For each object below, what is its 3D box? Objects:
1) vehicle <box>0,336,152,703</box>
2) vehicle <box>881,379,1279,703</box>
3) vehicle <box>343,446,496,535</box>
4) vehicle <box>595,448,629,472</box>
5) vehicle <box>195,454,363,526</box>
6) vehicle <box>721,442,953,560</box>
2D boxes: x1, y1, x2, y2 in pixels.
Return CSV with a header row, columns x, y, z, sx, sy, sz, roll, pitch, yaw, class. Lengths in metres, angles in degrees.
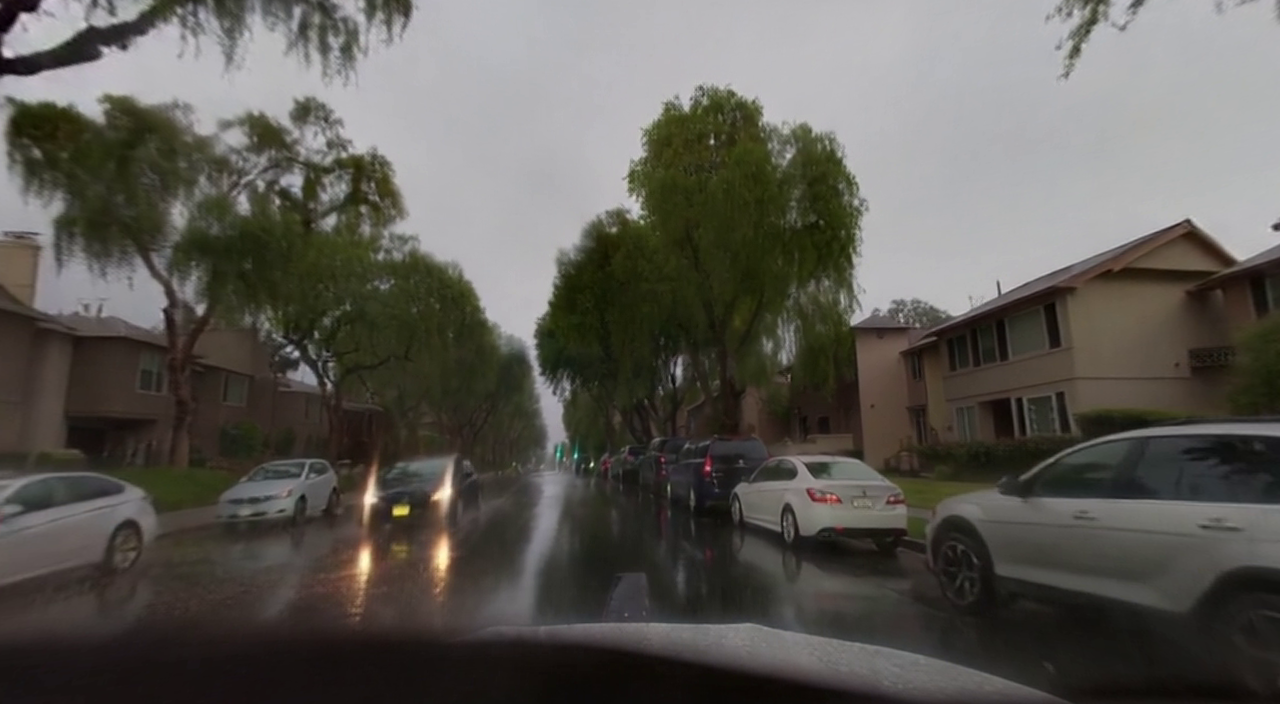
x,y,z,sx,sy,sz,roll,pitch,yaw,class
-4.447,0.729,2.057,2.197,2.047,4.985,1,-9,-8,vehicle
3.830,1.221,4.453,1.937,1.722,4.575,1,-9,-7,vehicle
-4.286,2.725,13.093,1.971,1.476,4.593,1,-9,-6,vehicle
-2.236,8.325,48.789,2.114,1.787,4.783,1,-9,-9,vehicle
-8.803,3.343,15.953,2.119,1.476,4.588,1,-9,-9,vehicle
2.957,2.334,10.708,1.876,1.538,4.447,1,-9,-10,vehicle
